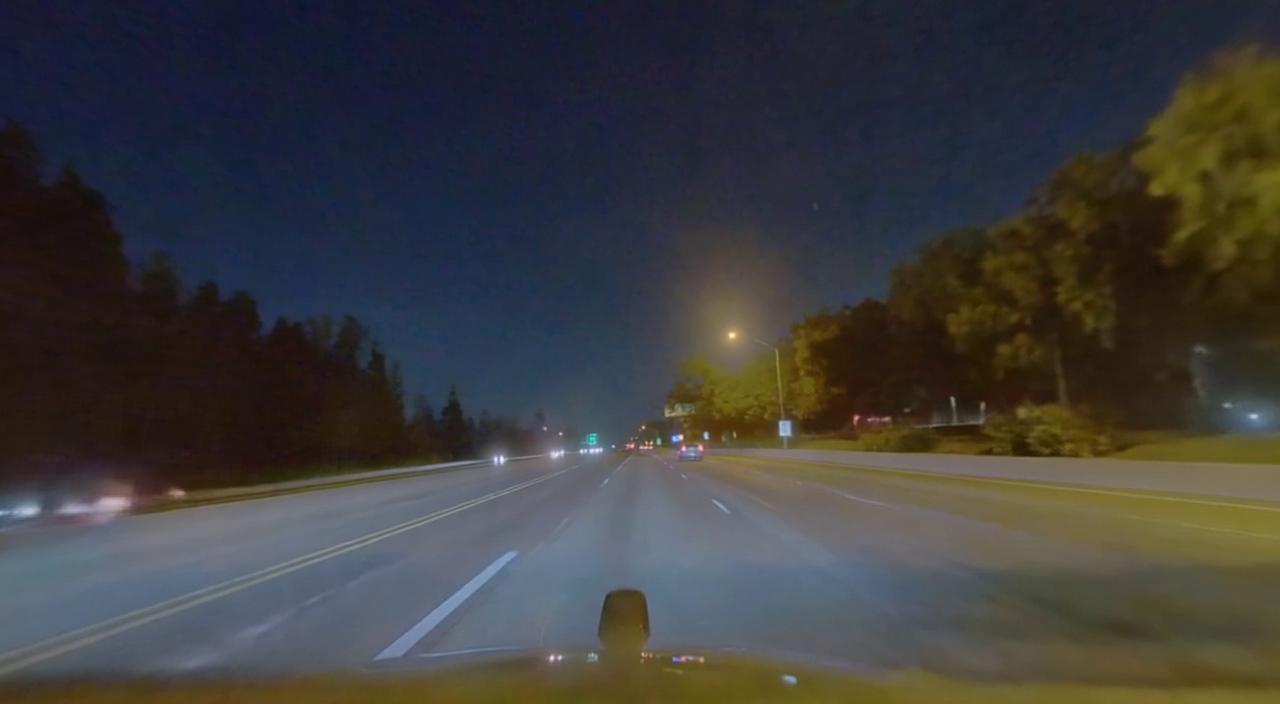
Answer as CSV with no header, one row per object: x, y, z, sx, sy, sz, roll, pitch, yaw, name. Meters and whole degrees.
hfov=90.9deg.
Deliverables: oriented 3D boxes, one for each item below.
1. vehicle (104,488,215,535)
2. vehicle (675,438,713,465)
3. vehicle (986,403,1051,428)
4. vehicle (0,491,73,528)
-20.749,6.869,27.457,1.740,1.594,3.888,0,-8,-1,vehicle
3.607,6.754,43.044,2.099,1.748,4.331,0,-8,-2,vehicle
25.959,4.399,43.403,1.887,1.537,3.996,0,-8,-2,vehicle
-34.701,8.771,35.274,1.893,1.612,4.413,0,-8,-3,vehicle
